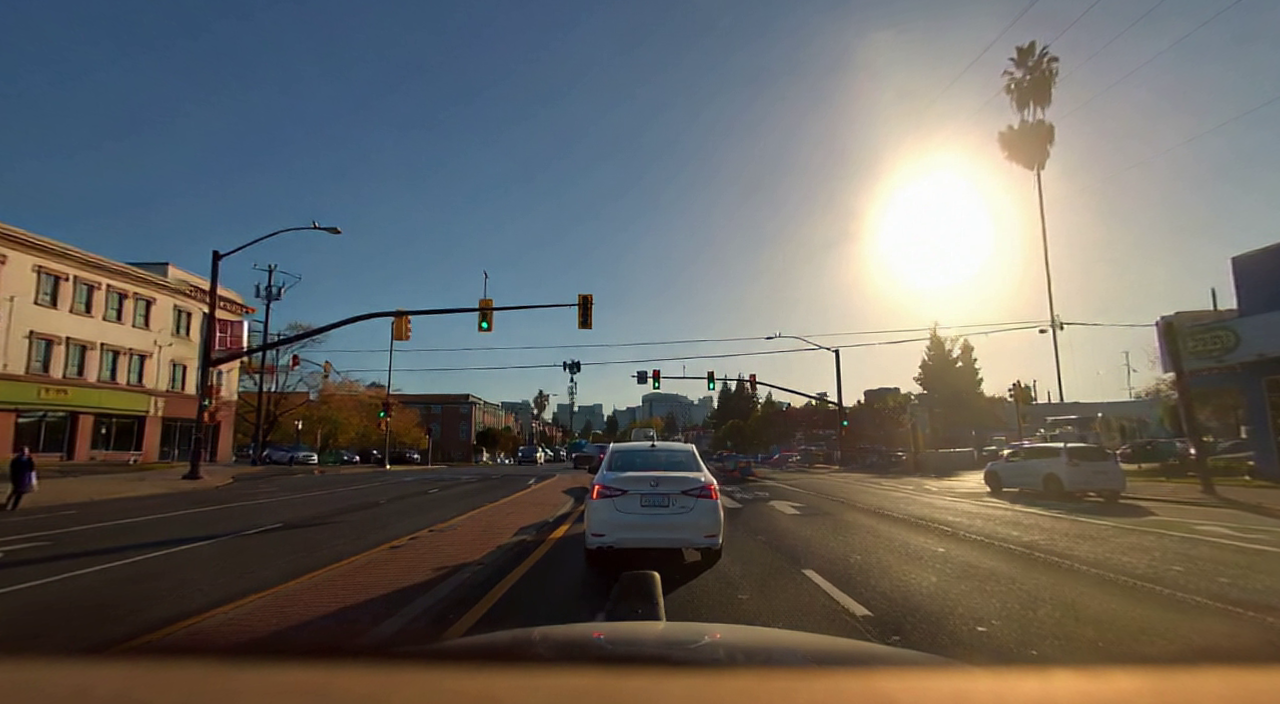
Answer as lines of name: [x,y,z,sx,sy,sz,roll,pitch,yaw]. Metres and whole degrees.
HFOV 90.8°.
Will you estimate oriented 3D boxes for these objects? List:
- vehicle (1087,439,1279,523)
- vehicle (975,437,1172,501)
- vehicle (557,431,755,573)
vehicle: [14.178,3.088,15.774,2.235,1.721,5.230,0,-9,1]
vehicle: [14.063,3.820,21.162,2.309,1.819,5.793,0,-9,-2]
vehicle: [0.139,1.904,8.816,2.067,1.471,4.241,0,-9,-1]
